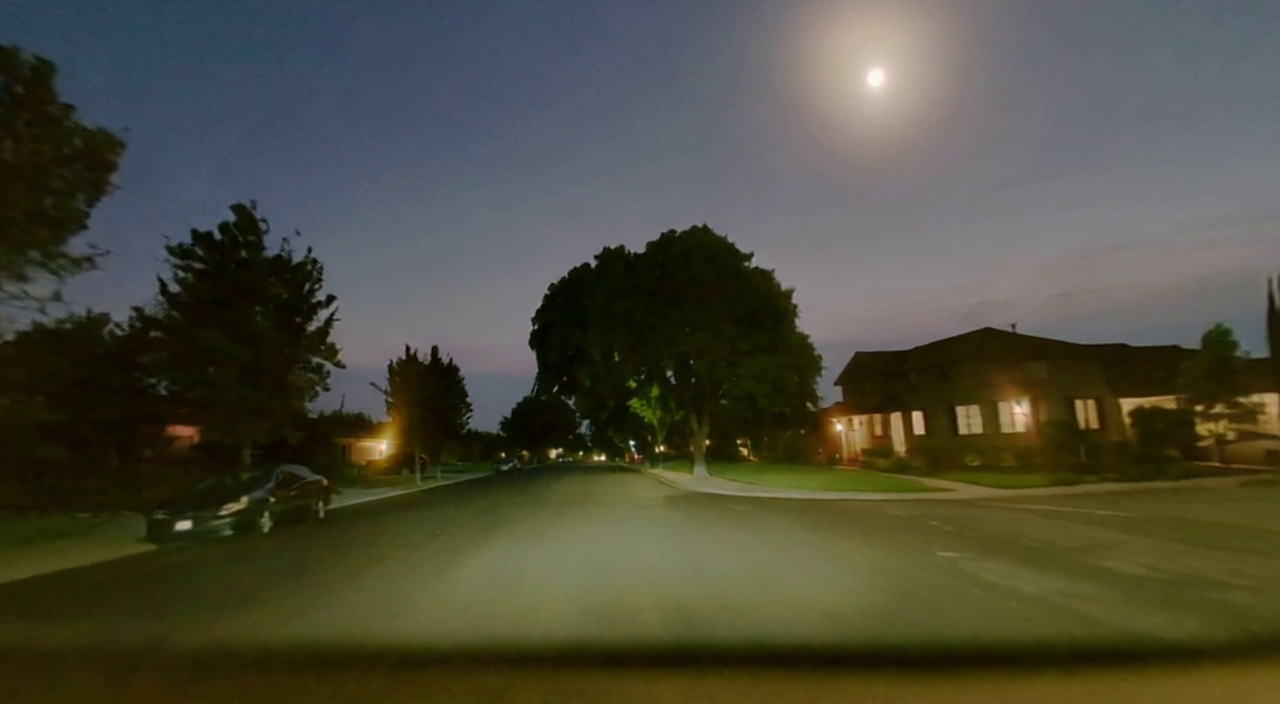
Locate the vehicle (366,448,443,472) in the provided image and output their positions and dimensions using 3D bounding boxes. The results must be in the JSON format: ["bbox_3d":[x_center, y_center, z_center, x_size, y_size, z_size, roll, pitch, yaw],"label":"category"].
[{"bbox_3d":[-17.215,7.932,46.138,4.850,1.676,1.920,0,-9,-1],"label":"vehicle"}]

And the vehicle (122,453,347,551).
[{"bbox_3d":[-7.765,2.858,12.690,1.938,1.499,4.290,-3,-9,-4],"label":"vehicle"}]

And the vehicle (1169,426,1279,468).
[{"bbox_3d":[23.158,3.545,23.511,1.932,1.464,5.044,1,-9,-8],"label":"vehicle"}]
